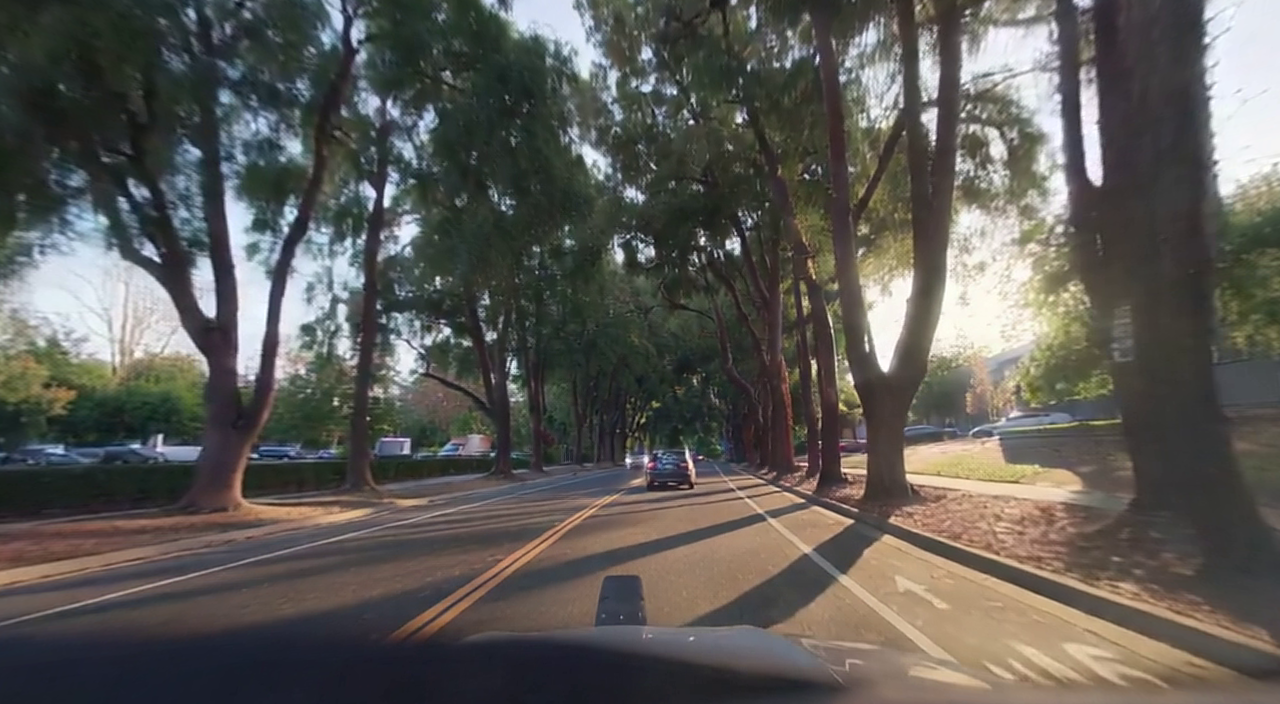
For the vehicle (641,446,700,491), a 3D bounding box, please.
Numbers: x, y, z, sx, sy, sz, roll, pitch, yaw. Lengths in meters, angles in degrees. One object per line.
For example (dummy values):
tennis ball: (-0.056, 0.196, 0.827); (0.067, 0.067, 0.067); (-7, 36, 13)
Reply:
vehicle: (1.316, 4.603, 25.341); (2.152, 1.574, 4.223); (-1, -8, 5)
